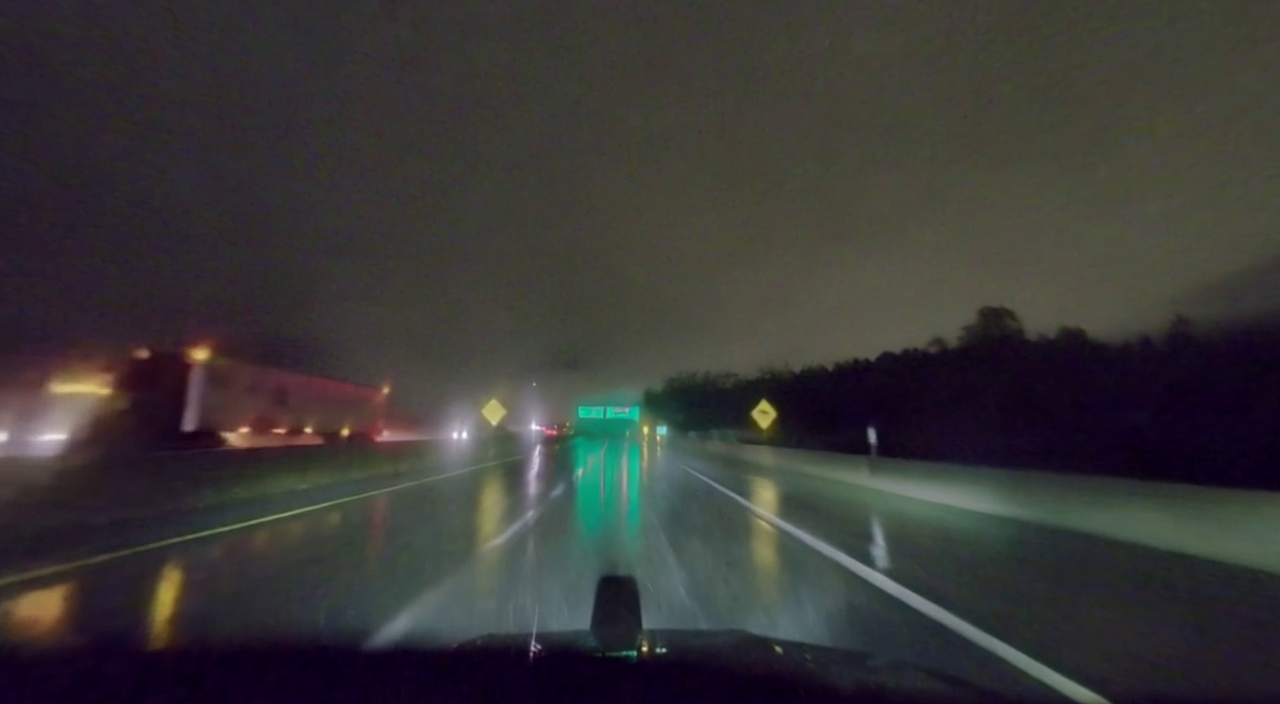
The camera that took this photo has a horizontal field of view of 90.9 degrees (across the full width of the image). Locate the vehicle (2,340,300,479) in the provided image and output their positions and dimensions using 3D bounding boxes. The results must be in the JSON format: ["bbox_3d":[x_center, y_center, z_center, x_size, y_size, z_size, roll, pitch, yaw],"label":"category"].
[{"bbox_3d":[-16.854,2.321,23.363,3.034,4.039,10.195,0,-8,-2],"label":"vehicle"}]
